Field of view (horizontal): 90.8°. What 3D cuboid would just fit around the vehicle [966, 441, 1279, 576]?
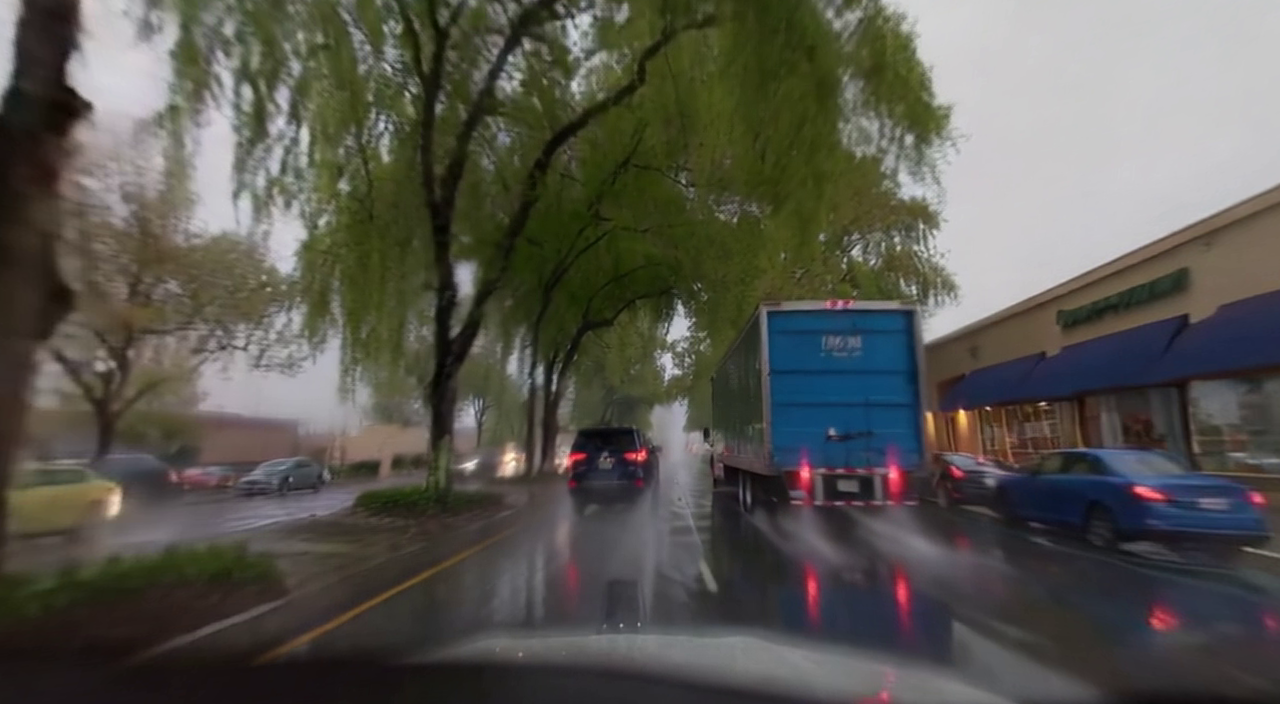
[{"bbox_3d":[6.855,2.111,9.379,1.929,1.522,4.158,-1,-9,3],"label":"vehicle"}]

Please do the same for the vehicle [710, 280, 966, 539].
[{"bbox_3d":[3.879,1.864,16.734,3.007,4.206,12.913,0,-9,2],"label":"vehicle"}]

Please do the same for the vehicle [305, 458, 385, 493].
[{"bbox_3d":[-15.528,6.489,33.531,1.874,1.506,4.781,-5,-9,1],"label":"vehicle"}]

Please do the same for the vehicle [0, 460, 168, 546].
[{"bbox_3d":[-12.310,2.963,12.744,1.966,1.442,4.466,-1,-9,3],"label":"vehicle"}]

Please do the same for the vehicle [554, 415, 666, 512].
[{"bbox_3d":[-0.541,2.740,15.886,2.293,2.036,4.853,-1,-9,3],"label":"vehicle"}]

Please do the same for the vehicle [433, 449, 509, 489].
[{"bbox_3d":[-7.122,4.962,27.130,2.056,1.534,4.645,0,-9,-1],"label":"vehicle"}]

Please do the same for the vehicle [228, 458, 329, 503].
[{"bbox_3d":[-15.705,5.552,27.731,1.841,1.567,4.413,-5,-9,1],"label":"vehicle"}]

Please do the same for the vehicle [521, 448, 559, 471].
[{"bbox_3d":[-7.327,7.934,46.864,1.937,1.641,4.575,-1,-9,2],"label":"vehicle"}]

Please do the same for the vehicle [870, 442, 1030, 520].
[{"bbox_3d":[7.173,2.978,15.190,1.739,1.582,4.282,0,-9,1],"label":"vehicle"}]
